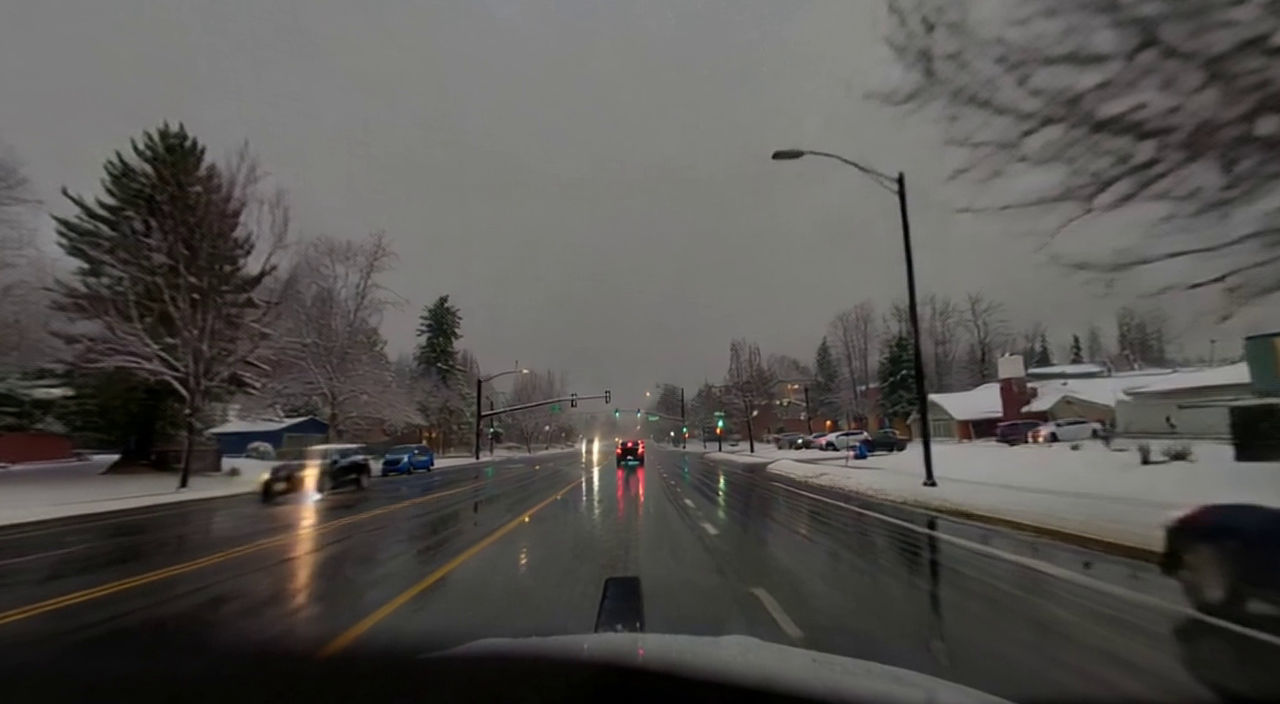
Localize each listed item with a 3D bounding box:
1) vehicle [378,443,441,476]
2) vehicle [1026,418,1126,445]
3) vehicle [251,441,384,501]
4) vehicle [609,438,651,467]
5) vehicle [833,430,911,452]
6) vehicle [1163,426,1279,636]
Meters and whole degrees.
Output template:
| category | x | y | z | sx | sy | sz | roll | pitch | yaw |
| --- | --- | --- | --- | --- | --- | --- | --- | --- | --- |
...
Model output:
| category | x | y | z | sx | sy | sz | roll | pitch | yaw |
| --- | --- | --- | --- | --- | --- | --- | --- | --- | --- |
| vehicle | -13.261 | 6.205 | 36.623 | 1.957 | 1.754 | 4.393 | 0 | -9 | 0 |
| vehicle | 27.343 | 5.019 | 39.768 | 4.736 | 1.646 | 2.037 | 0 | -9 | 0 |
| vehicle | -9.871 | 3.647 | 19.793 | 1.945 | 1.629 | 4.197 | 0 | -9 | 0 |
| vehicle | -0.549 | 5.320 | 33.541 | 2.104 | 1.462 | 3.991 | 0 | -9 | -1 |
| vehicle | 16.260 | 6.257 | 44.439 | 4.658 | 1.495 | 1.978 | 0 | -9 | -2 |
| vehicle | 5.794 | 1.169 | 3.620 | 1.926 | 1.555 | 4.106 | 0 | -9 | -3 |
